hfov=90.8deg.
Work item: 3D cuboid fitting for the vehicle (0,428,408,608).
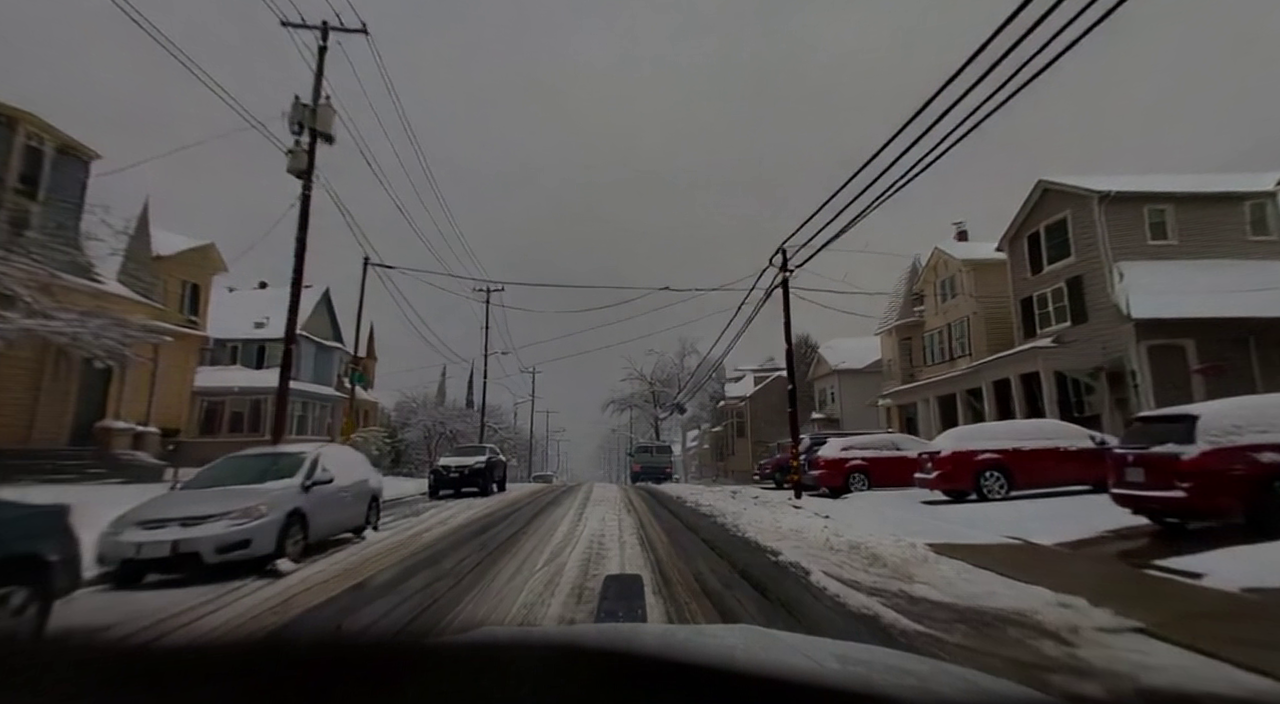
[{"bbox_3d":[-4.891,1.823,8.278,2.084,1.522,4.925,3,-6,-4],"label":"vehicle"}]

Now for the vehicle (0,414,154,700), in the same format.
[{"bbox_3d":[-4.356,0.950,2.229,1.975,1.513,4.406,-1,-9,-4],"label":"vehicle"}]

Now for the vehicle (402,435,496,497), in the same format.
[{"bbox_3d":[-5.849,3.488,19.847,1.967,1.656,3.924,2,-7,-5],"label":"vehicle"}]

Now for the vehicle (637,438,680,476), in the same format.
[{"bbox_3d":[1.080,6.536,39.449,2.343,2.229,4.199,1,-9,-3],"label":"vehicle"}]

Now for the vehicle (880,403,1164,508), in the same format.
[{"bbox_3d":[7.548,2.068,12.850,4.316,1.730,2.166,-2,-8,-5],"label":"vehicle"}]

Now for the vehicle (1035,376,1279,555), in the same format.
[{"bbox_3d":[7.713,1.259,7.747,4.324,1.774,1.994,-3,-9,-5],"label":"vehicle"}]
